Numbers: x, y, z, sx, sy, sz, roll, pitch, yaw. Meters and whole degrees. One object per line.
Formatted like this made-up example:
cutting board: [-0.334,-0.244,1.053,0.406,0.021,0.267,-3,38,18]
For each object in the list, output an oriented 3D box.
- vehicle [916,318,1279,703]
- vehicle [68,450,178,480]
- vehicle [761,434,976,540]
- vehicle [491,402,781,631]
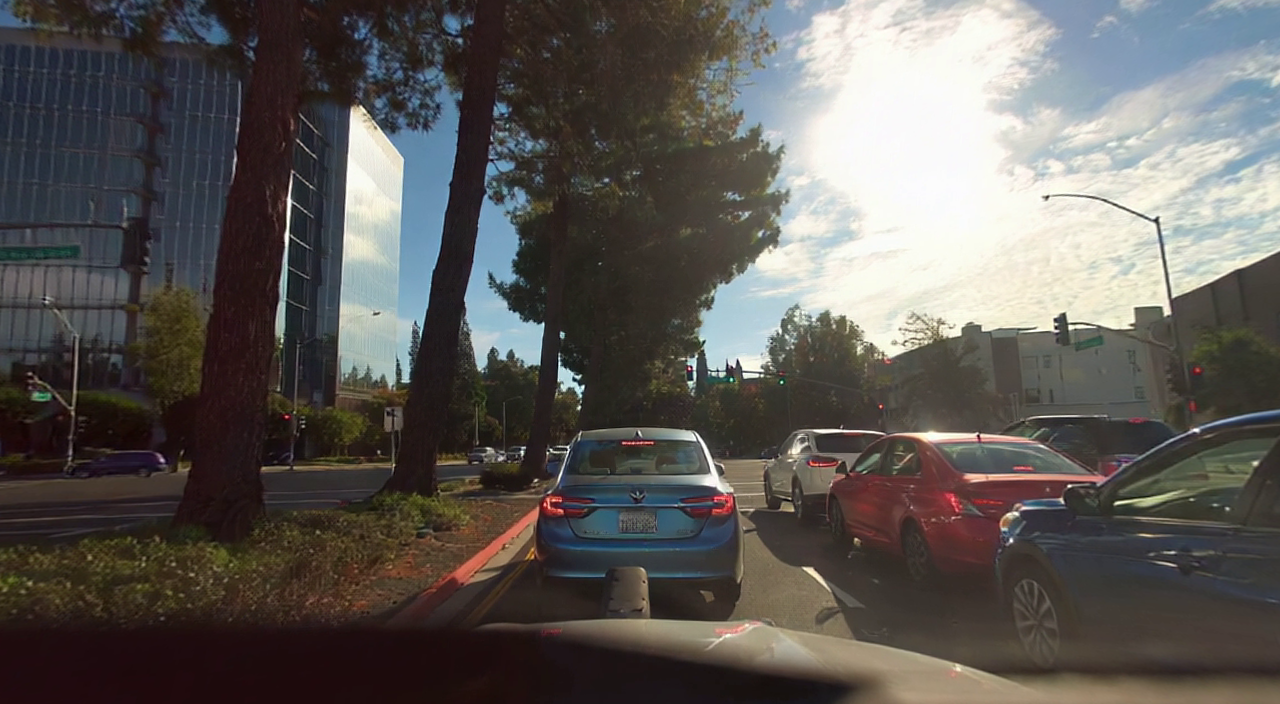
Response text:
vehicle: [3.667,0.919,3.449,2.162,1.829,4.519,0,-9,-1]
vehicle: [-36.512,7.976,44.838,5.783,1.933,2.174,6,-11,-35]
vehicle: [3.693,2.263,11.296,2.054,1.482,4.654,0,-9,-1]
vehicle: [-0.042,1.475,6.507,2.074,1.631,3.793,0,-9,0]
